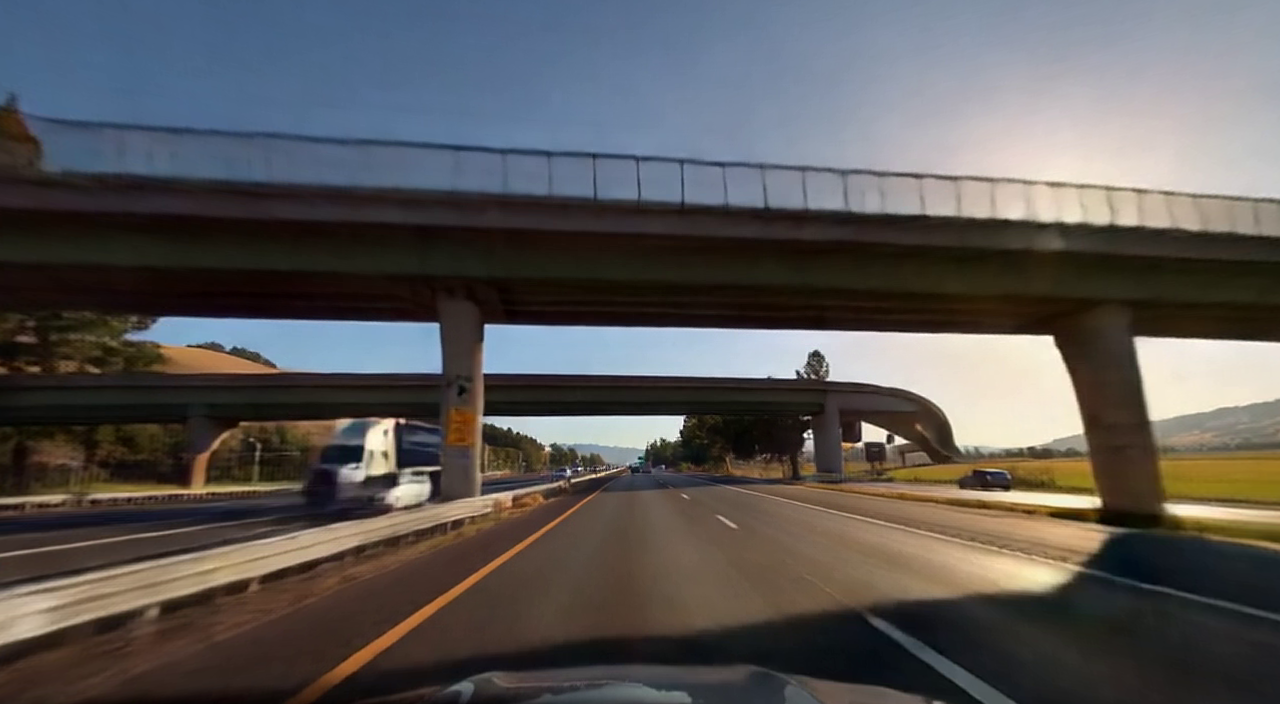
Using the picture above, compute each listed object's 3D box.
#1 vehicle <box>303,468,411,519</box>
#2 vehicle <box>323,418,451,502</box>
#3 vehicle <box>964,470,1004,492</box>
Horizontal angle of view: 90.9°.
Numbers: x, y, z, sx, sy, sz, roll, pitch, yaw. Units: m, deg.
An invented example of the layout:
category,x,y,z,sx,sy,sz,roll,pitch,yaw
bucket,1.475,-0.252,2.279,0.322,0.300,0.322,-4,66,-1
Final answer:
category,x,y,z,sx,sy,sz,roll,pitch,yaw
vehicle,-8.995,4.503,20.371,1.716,1.429,3.637,1,-10,1
vehicle,-13.365,5.965,34.531,2.933,3.849,9.640,1,-10,0
vehicle,26.902,10.061,49.357,1.951,1.616,4.175,-3,-11,18
